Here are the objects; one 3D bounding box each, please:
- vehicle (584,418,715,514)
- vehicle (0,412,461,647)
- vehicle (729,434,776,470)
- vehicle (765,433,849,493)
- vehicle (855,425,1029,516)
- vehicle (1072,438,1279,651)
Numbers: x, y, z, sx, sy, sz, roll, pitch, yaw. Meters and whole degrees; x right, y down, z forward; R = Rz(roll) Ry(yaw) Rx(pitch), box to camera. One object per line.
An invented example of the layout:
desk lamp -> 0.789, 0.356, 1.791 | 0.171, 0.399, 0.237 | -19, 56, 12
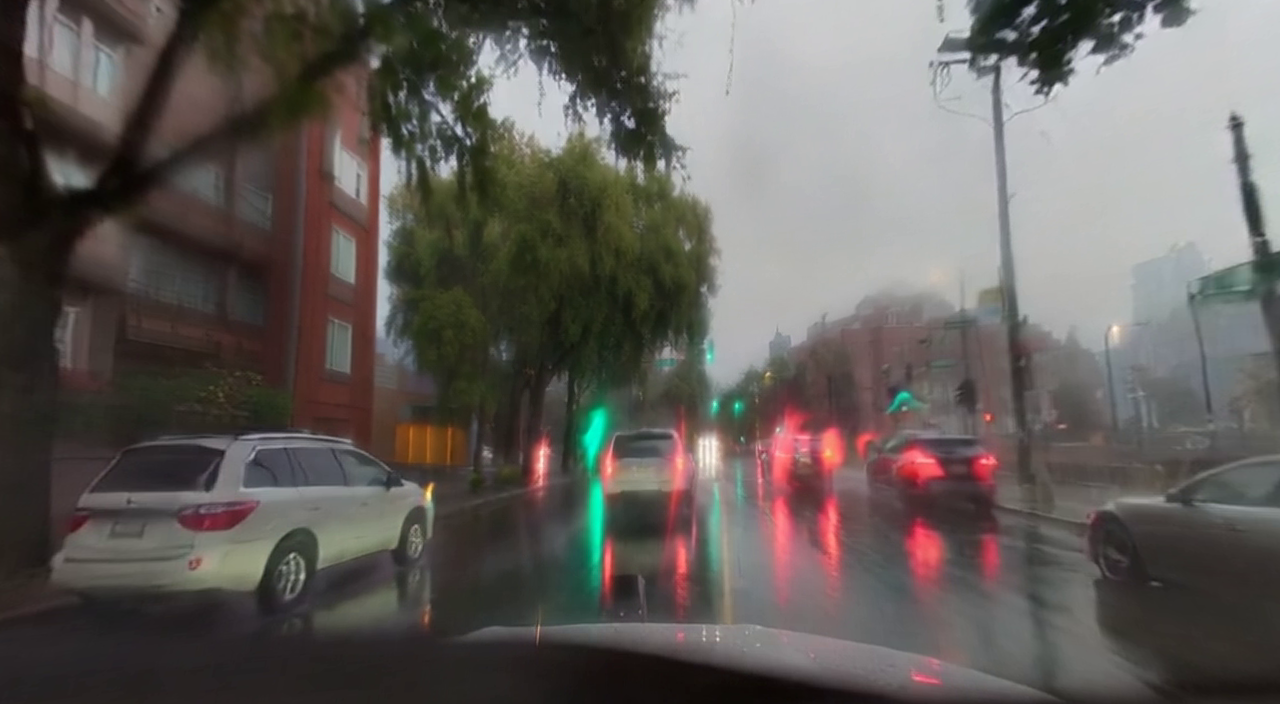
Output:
vehicle -> 0.465, 2.609, 14.967 | 2.333, 1.832, 5.200 | -2, -9, 9
vehicle -> -3.989, 1.701, 7.233 | 2.013, 1.772, 4.439 | -2, -9, 9
vehicle -> 5.660, 5.094, 32.352 | 2.111, 1.705, 4.093 | -1, -8, 7
vehicle -> 5.017, 3.378, 19.521 | 2.111, 1.619, 4.077 | -2, -9, 10
vehicle -> 7.057, 2.802, 15.602 | 2.093, 1.815, 5.441 | -1, -8, 6
vehicle -> 5.354, 1.336, 4.466 | 1.937, 1.442, 4.338 | -1, -8, 7
